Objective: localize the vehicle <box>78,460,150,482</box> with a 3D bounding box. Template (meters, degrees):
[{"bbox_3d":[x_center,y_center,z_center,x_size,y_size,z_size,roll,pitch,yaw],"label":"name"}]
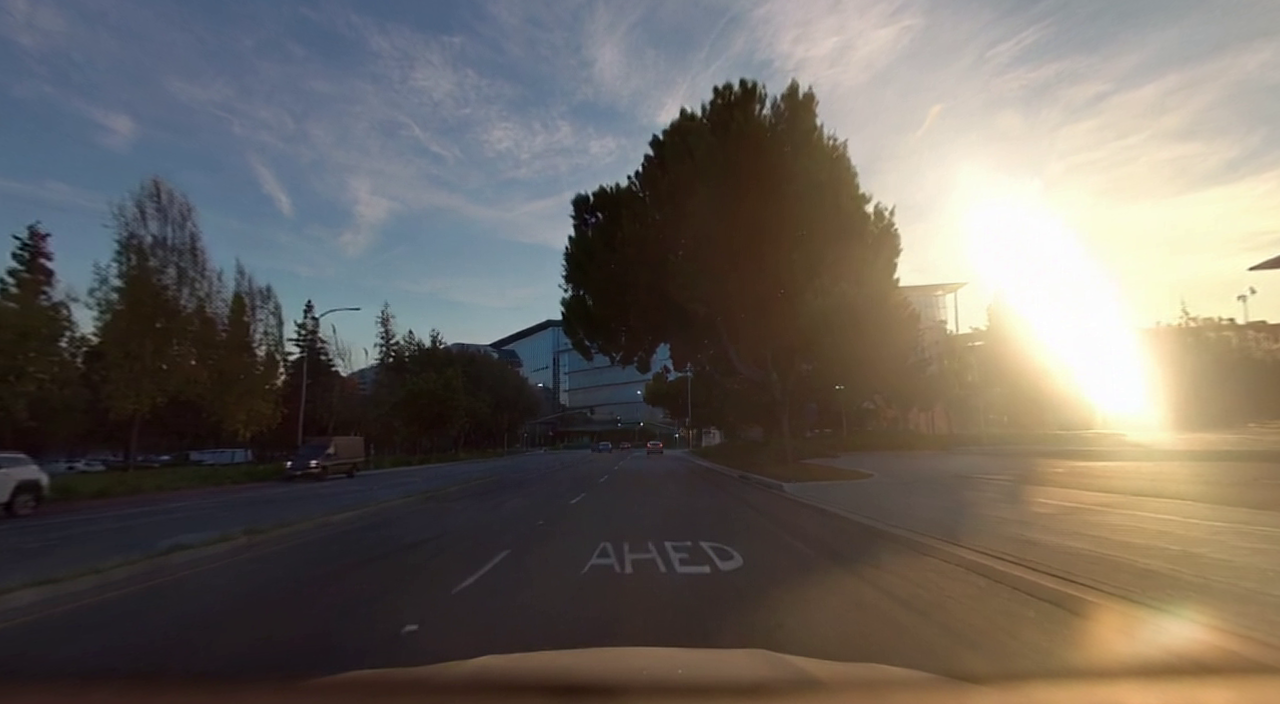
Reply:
[{"bbox_3d":[-41.512,9.383,49.597,4.294,1.512,1.800,-4,-9,6],"label":"vehicle"}]

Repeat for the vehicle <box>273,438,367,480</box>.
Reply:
[{"bbox_3d":[-17.367,5.802,34.480,2.331,2.109,5.400,0,-8,0],"label":"vehicle"}]
